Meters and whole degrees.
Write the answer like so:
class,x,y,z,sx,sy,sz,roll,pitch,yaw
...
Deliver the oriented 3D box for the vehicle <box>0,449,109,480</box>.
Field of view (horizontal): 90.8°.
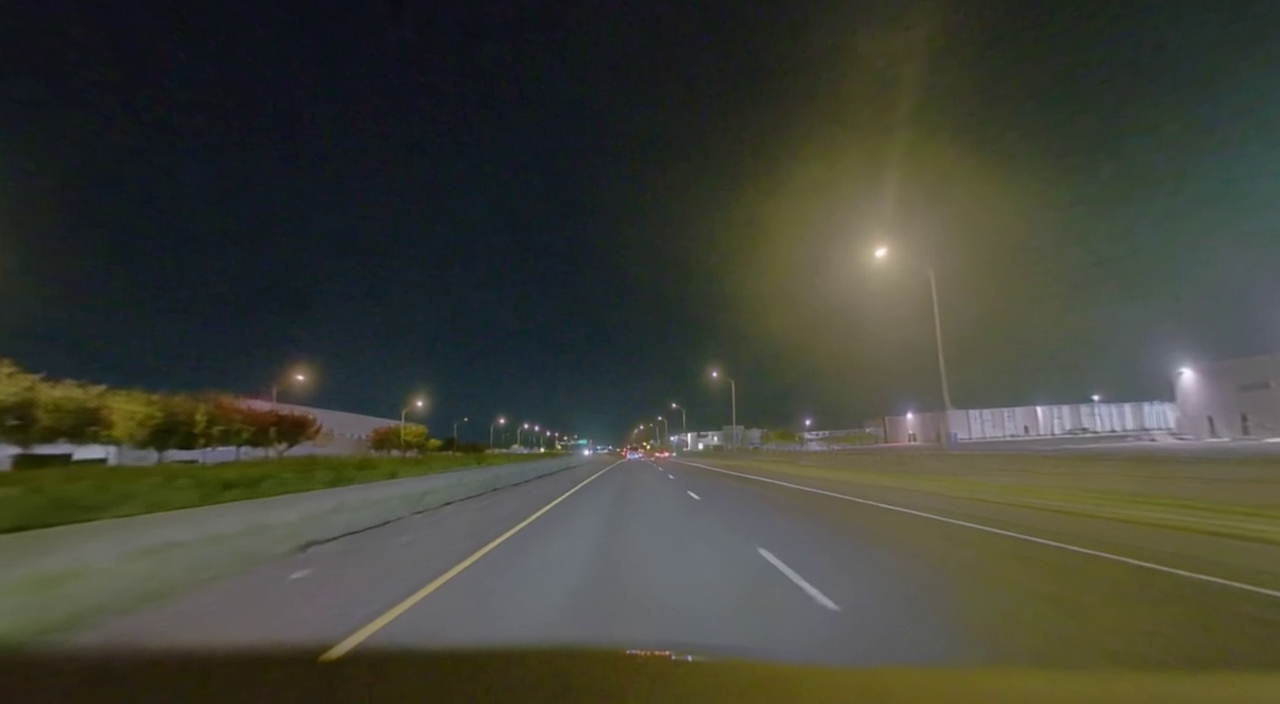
class,x,y,z,sx,sy,sz,roll,pitch,yaw
vehicle,-45.169,8.493,47.966,6.764,2.228,2.967,1,-9,-3
